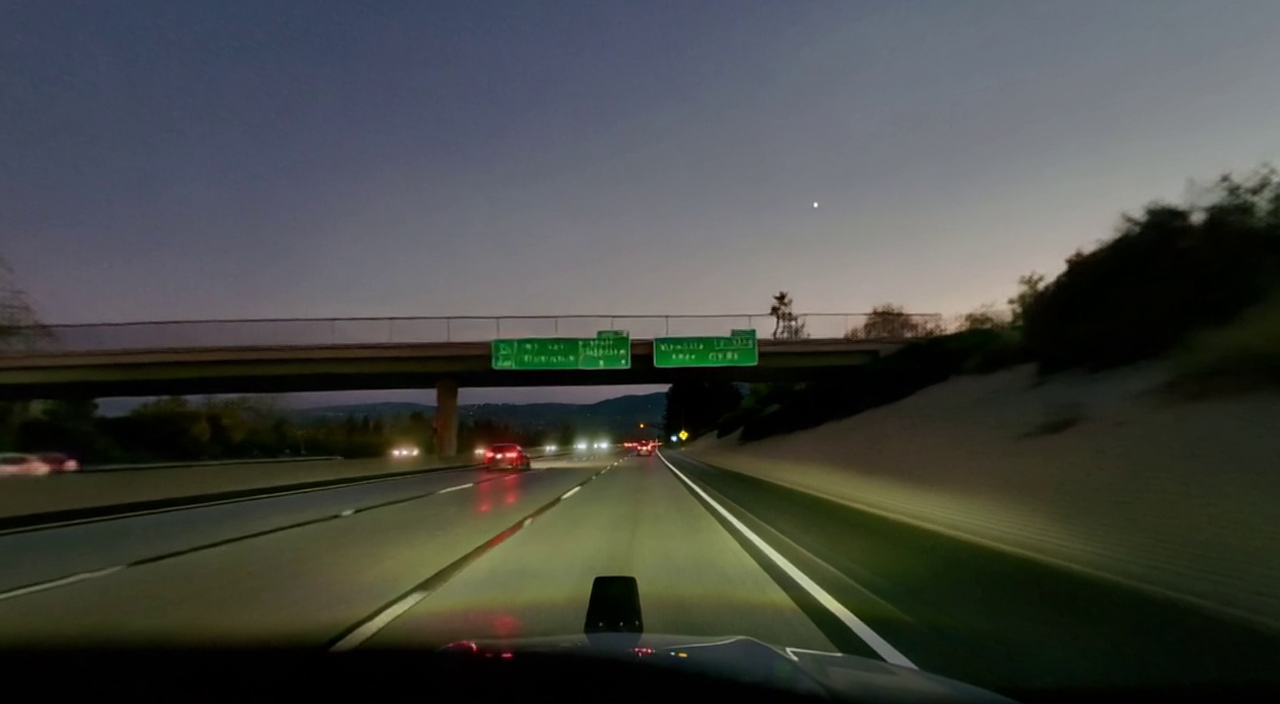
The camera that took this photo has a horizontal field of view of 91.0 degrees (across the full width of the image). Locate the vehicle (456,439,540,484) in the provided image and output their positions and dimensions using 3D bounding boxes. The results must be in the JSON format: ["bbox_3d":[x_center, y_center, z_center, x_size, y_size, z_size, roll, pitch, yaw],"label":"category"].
[{"bbox_3d":[-5.287,4.144,24.155,1.916,1.545,4.757,0,-8,2],"label":"vehicle"}]
